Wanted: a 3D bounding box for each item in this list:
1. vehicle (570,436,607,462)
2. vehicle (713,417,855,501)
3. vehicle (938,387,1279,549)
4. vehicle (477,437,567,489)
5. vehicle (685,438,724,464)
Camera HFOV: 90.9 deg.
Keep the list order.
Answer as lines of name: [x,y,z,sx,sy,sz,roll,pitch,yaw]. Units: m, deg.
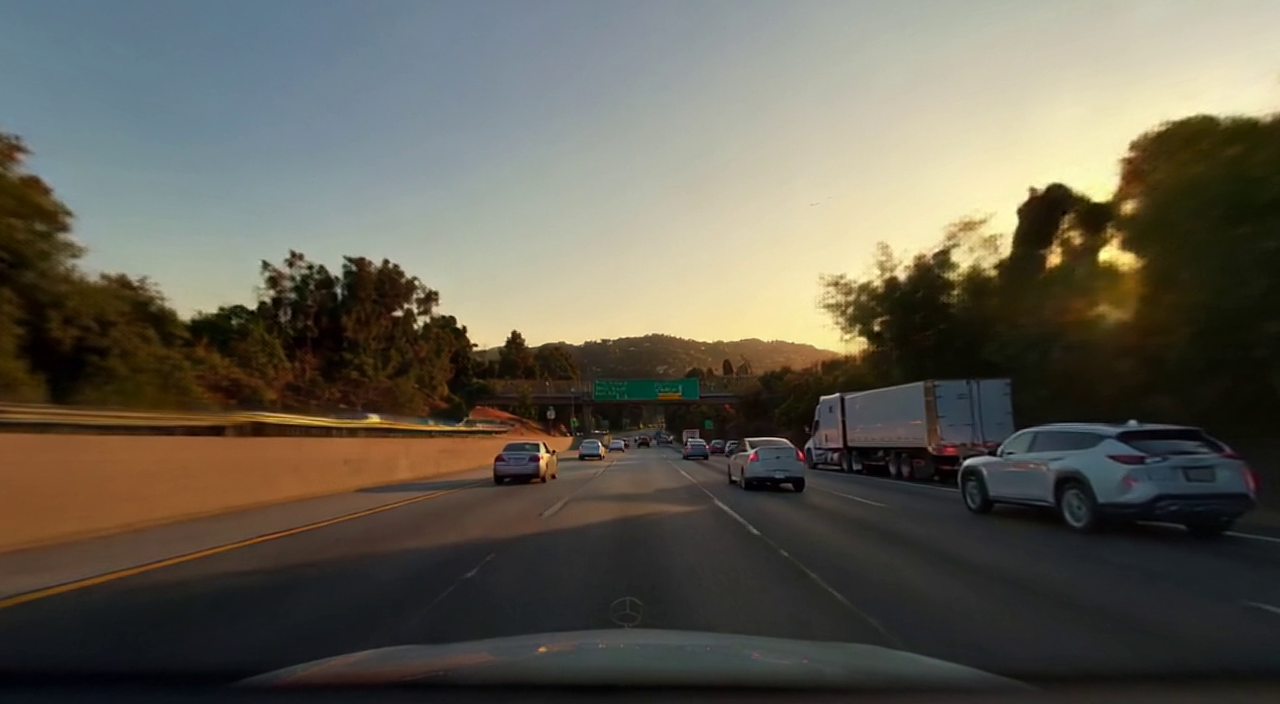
vehicle: [-3.381,6.460,42.145,2.020,1.628,4.248,0,-9,1]
vehicle: [3.674,2.914,17.493,2.517,1.935,5.552,0,-9,-1]
vehicle: [7.570,1.835,10.601,2.291,1.968,5.662,0,-9,0]
vehicle: [-3.614,3.478,20.132,1.978,1.473,4.073,0,-9,1]
vehicle: [3.895,6.047,38.671,1.953,1.480,4.053,0,-9,-1]
